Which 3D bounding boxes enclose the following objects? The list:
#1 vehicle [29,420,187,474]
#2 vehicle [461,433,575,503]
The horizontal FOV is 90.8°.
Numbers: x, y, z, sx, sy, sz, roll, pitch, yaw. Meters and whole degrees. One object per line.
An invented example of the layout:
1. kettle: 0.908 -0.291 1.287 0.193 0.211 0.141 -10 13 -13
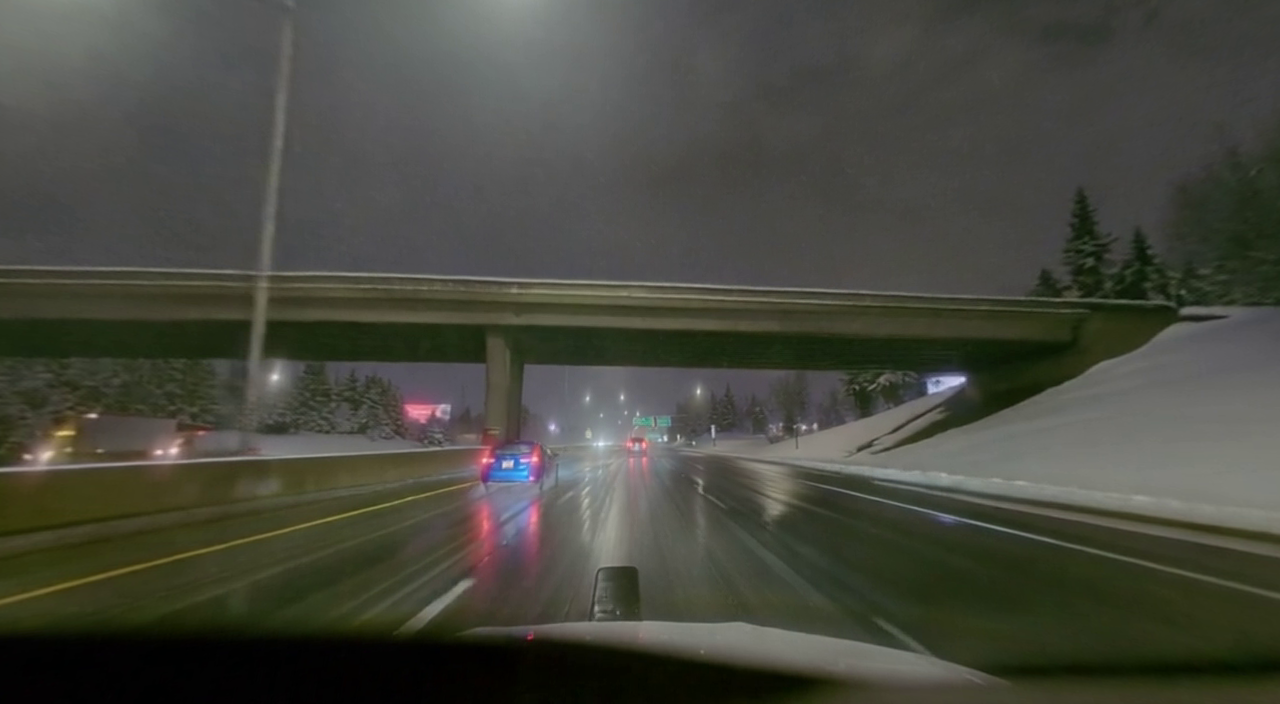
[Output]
1. vehicle: -40.892 7.395 49.381 2.976 3.691 10.721 0 -8 0
2. vehicle: -3.001 2.968 16.694 2.029 1.557 4.570 0 -8 1
